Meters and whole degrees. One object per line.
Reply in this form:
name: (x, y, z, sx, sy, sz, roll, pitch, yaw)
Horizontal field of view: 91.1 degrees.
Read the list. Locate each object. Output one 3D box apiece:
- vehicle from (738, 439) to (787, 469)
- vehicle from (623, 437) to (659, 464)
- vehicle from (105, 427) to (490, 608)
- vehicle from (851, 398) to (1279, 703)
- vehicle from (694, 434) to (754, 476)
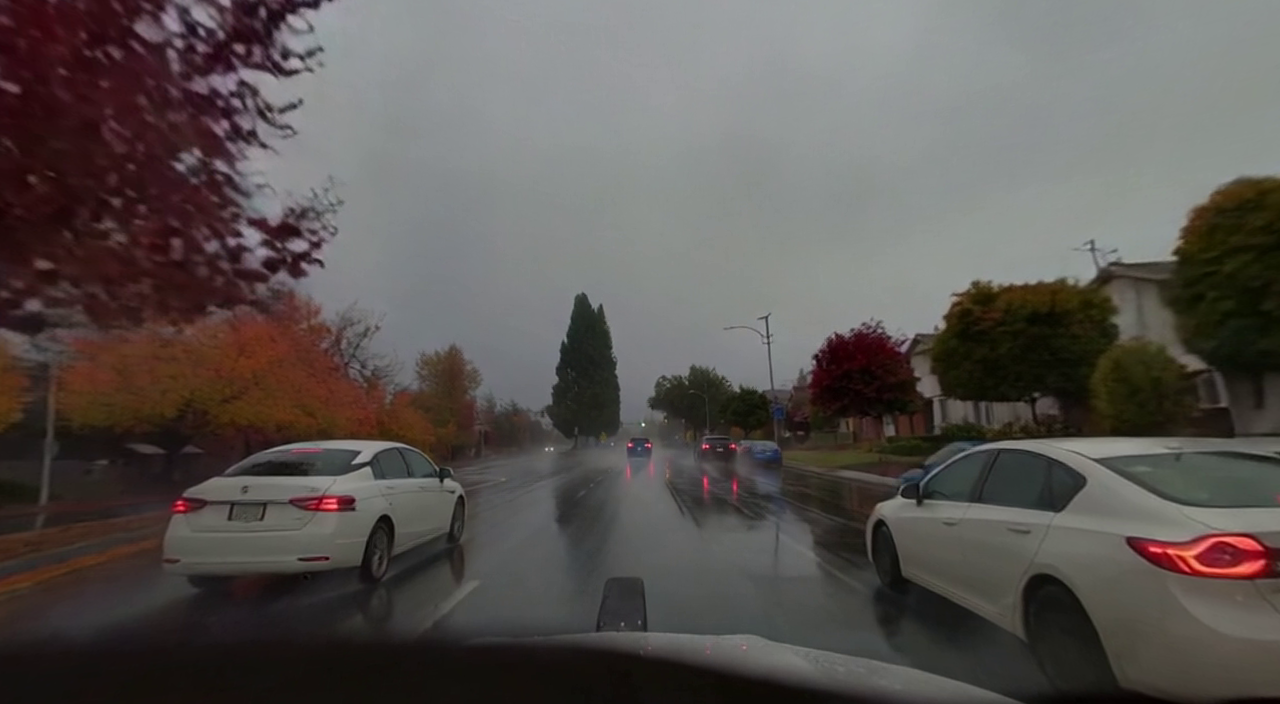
vehicle: (7.138, 5.968, 37.048, 1.933, 1.647, 4.487, 0, -8, -1)
vehicle: (0.068, 6.565, 41.978, 2.293, 1.662, 4.262, 0, -8, 1)
vehicle: (-3.398, 1.706, 7.545, 1.997, 1.479, 4.547, 0, -8, 1)
vehicle: (3.298, 1.226, 4.463, 2.060, 1.474, 4.475, 0, -8, 0)
vehicle: (3.610, 4.543, 27.858, 2.019, 1.675, 4.488, 0, -8, 0)
